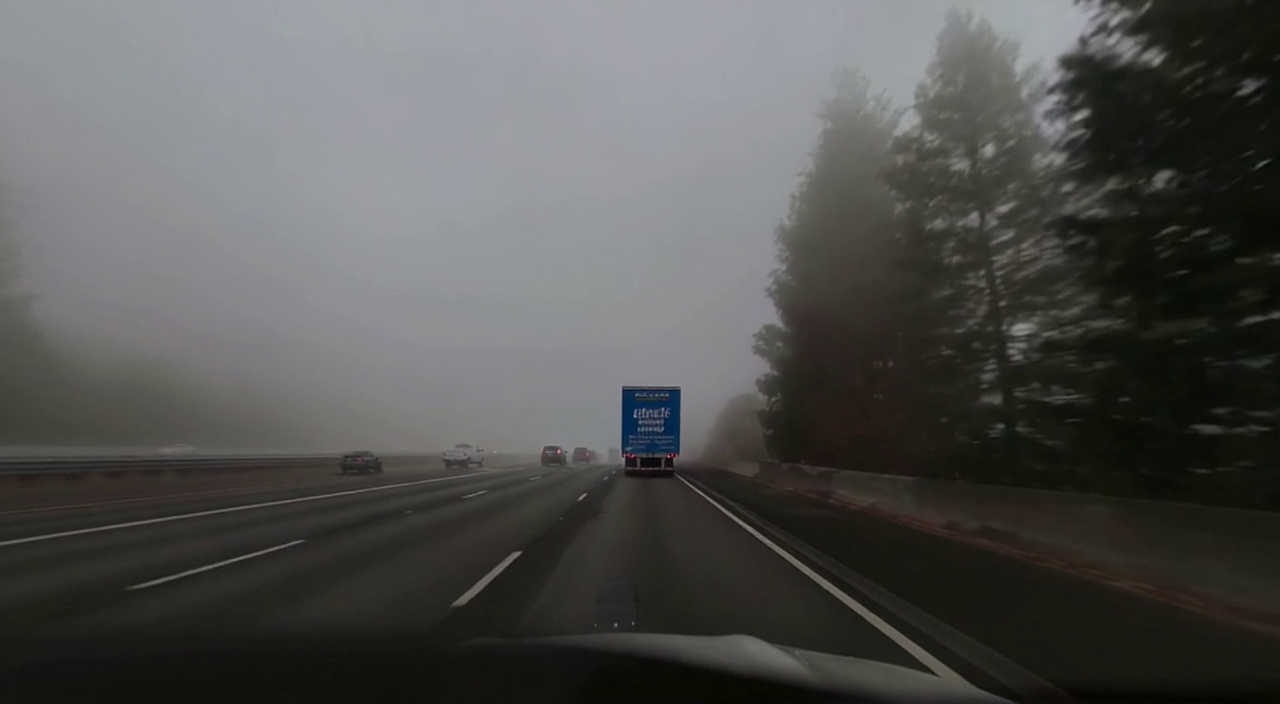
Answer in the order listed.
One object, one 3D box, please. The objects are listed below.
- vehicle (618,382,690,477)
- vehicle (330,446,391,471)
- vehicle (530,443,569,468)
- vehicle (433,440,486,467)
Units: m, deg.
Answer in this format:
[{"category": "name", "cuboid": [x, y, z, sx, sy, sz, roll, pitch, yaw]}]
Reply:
[{"category": "vehicle", "cuboid": [0.553, 4.560, 35.494, 3.140, 4.100, 15.551, 1, -9, 0]}, {"category": "vehicle", "cuboid": [-18.034, 6.882, 41.001, 1.901, 1.485, 4.279, 0, -8, 1]}, {"category": "vehicle", "cuboid": [-6.832, 7.841, 48.102, 2.152, 1.732, 4.782, 0, -8, 1]}, {"category": "vehicle", "cuboid": [-13.690, 7.744, 48.290, 2.296, 1.907, 5.659, 0, -8, 1]}]
